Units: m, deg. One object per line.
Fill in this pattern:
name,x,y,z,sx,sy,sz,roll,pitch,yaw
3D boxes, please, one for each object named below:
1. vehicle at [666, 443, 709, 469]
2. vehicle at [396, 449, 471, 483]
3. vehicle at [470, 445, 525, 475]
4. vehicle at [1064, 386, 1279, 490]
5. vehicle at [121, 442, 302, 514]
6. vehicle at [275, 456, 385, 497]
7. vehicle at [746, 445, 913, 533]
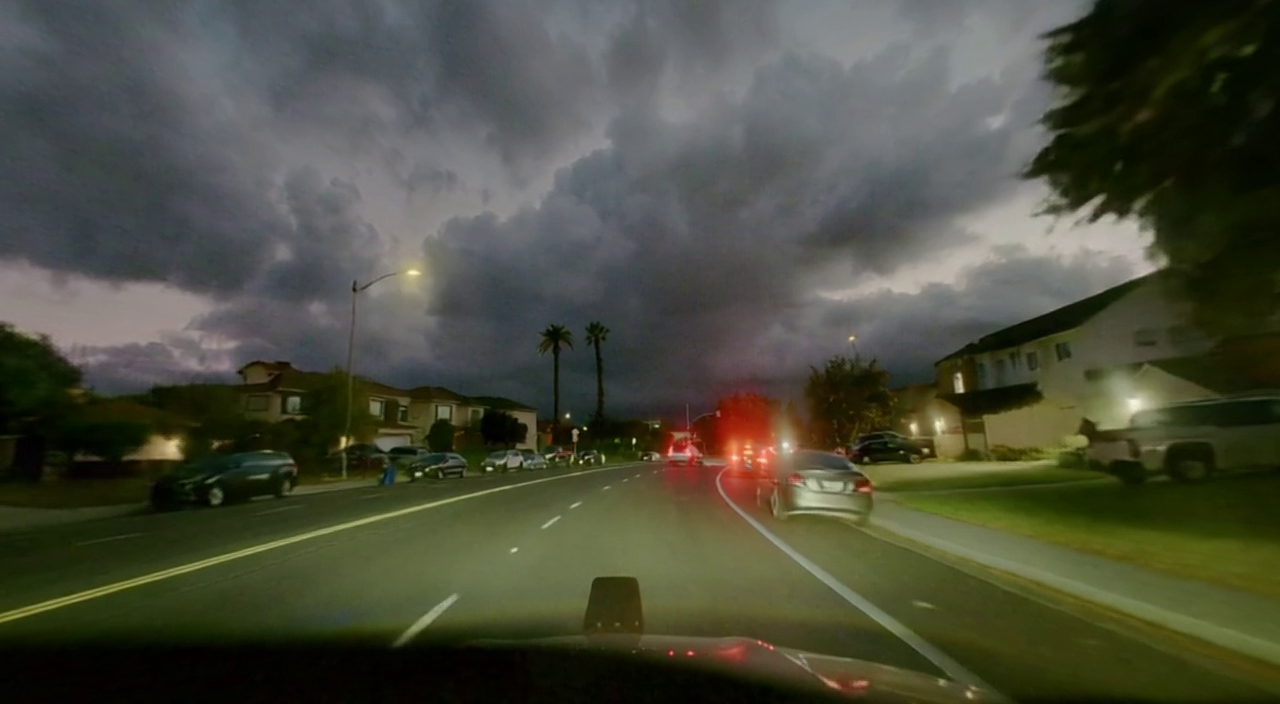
vehicle,3.002,6.401,38.980,2.035,1.474,4.284,-2,-9,13
vehicle,-11.623,6.433,36.032,1.967,1.736,4.730,-2,-9,11
vehicle,-10.020,7.649,44.956,2.081,1.948,4.821,-2,-9,10
vehicle,12.928,1.924,13.942,5.550,2.066,2.288,-6,-11,28
vehicle,-13.398,3.949,20.261,2.131,1.902,4.924,-3,-9,4
vehicle,-12.846,5.155,26.572,1.866,1.501,4.681,-1,-9,6
vehicle,3.505,2.600,12.739,2.037,1.425,4.621,0,-9,1
